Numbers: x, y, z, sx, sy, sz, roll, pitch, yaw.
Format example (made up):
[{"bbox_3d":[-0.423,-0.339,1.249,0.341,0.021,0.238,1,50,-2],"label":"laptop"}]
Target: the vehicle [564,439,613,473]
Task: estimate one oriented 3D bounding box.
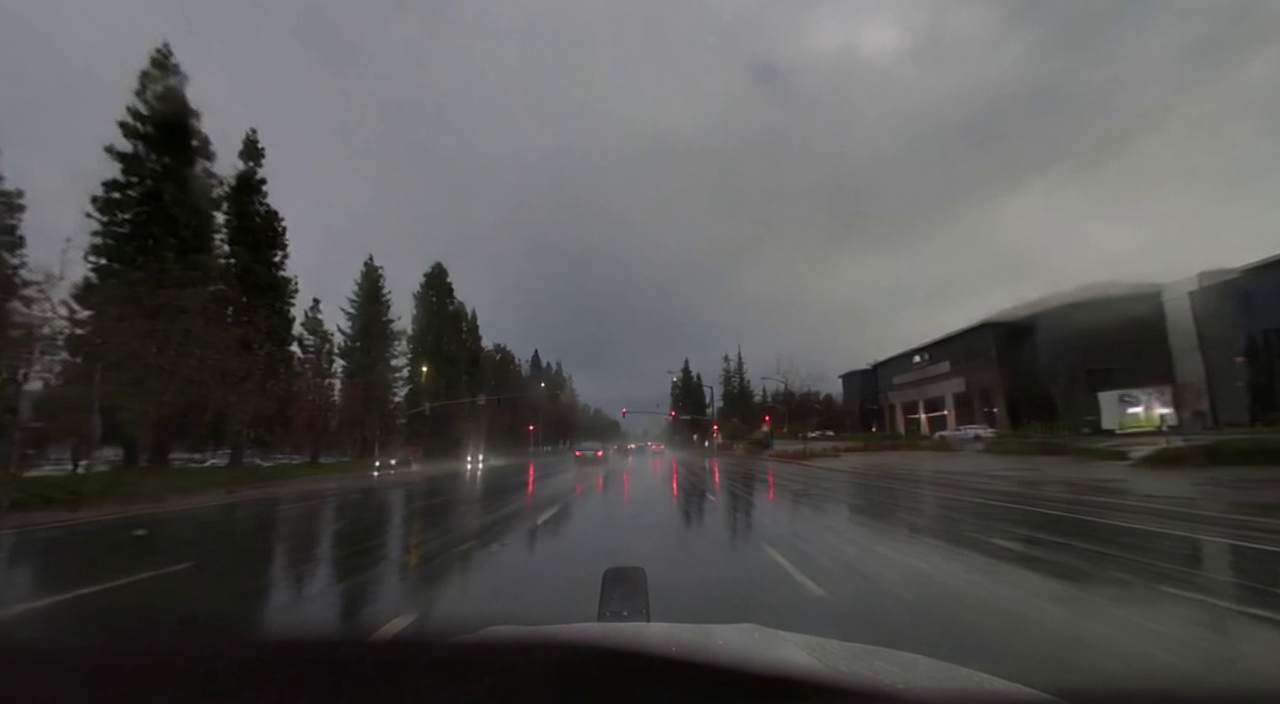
[{"bbox_3d":[-2.618,5.438,33.294,2.121,1.656,4.559,0,-8,1],"label":"vehicle"}]
